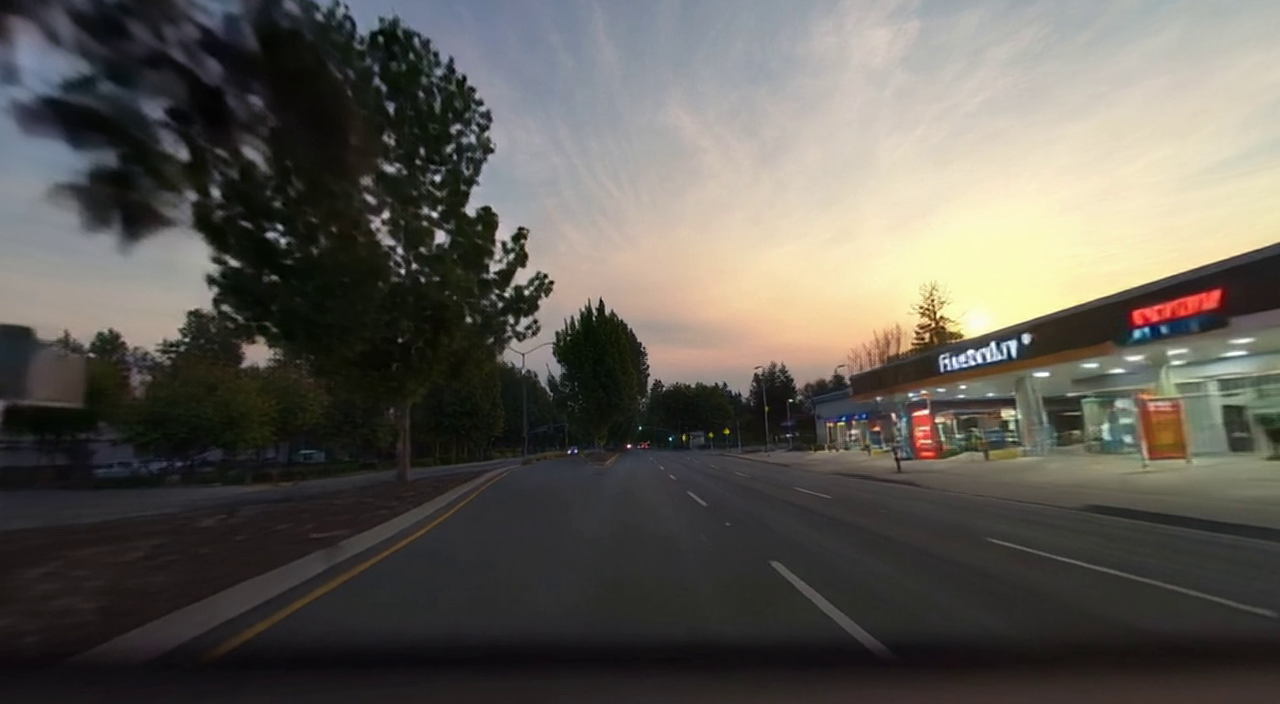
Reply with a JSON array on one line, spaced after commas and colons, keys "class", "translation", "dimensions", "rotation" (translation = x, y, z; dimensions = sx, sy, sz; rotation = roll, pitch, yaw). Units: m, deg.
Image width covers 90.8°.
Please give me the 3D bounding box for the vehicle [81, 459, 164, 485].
[{"class": "vehicle", "translation": [-37.290, 8.650, 45.583], "dimensions": [4.316, 1.603, 1.815], "rotation": [-2, -9, -2]}]
